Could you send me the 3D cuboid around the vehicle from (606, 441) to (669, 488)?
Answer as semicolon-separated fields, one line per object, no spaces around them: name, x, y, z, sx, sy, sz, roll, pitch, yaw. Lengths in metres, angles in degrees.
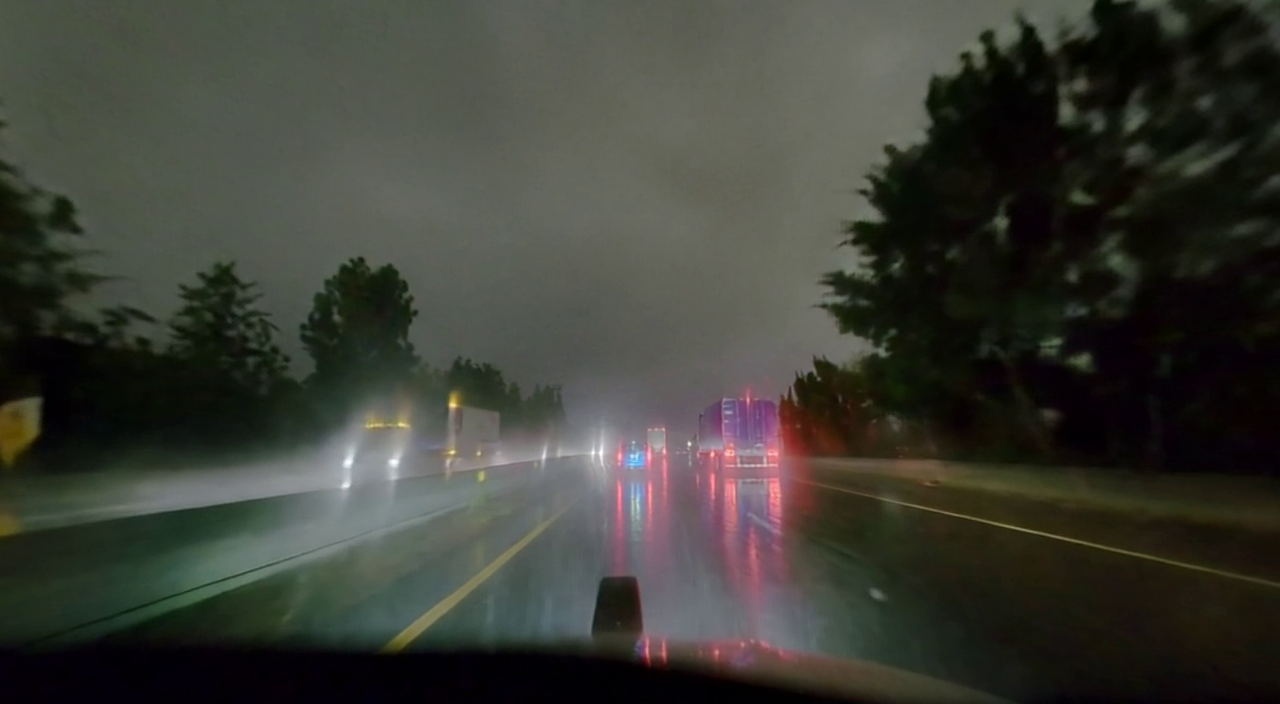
vehicle;-0.110;3.994;22.550;2.066;1.490;3.759;0;-9;-1

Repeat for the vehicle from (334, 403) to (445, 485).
vehicle;-13.330;5.008;34.148;3.013;3.911;7.182;-1;-9;0

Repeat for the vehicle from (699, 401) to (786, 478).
vehicle;4.640;4.211;29.933;2.791;3.201;7.145;-1;-9;-1
